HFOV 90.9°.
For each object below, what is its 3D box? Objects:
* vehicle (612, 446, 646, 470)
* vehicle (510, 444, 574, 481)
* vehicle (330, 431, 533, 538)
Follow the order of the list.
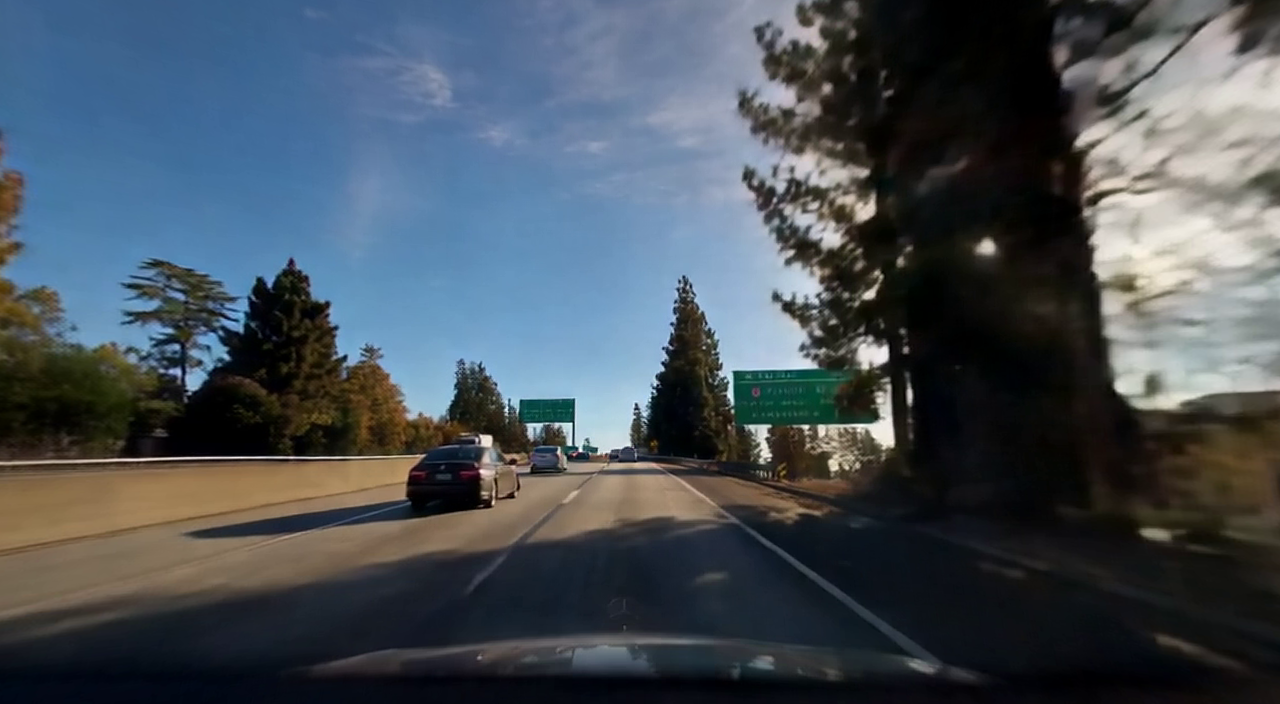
[{"bbox_3d":[-0.700,6.863,41.011,2.100,1.471,3.956,0,-8,-1],"label":"vehicle"},{"bbox_3d":[-4.197,4.797,27.717,2.107,1.453,4.462,0,-8,0],"label":"vehicle"},{"bbox_3d":[-3.382,2.239,11.362,2.067,1.509,4.551,0,-8,1],"label":"vehicle"}]
